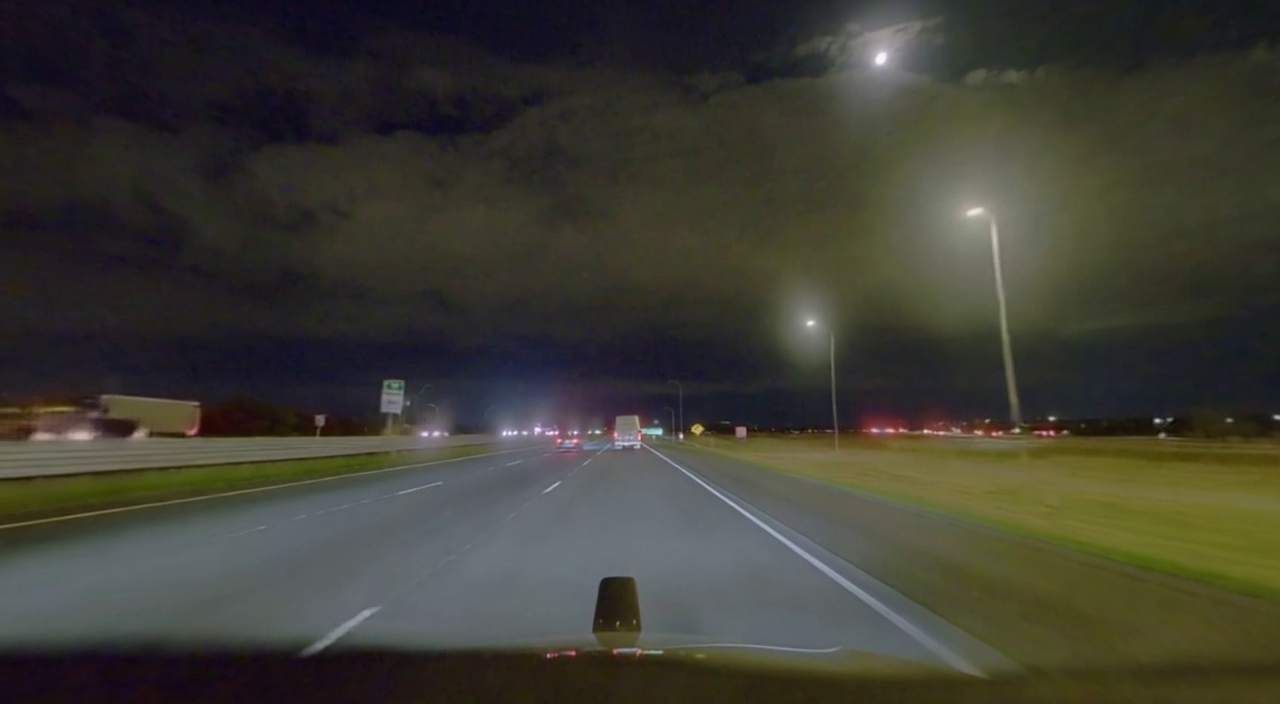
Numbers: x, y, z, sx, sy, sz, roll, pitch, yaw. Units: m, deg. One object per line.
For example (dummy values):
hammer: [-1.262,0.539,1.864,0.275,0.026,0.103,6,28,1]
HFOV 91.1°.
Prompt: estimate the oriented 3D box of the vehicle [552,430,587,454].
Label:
vehicle: [-4.694,6.041,42.224,1.932,1.544,3.864,0,-8,-1]

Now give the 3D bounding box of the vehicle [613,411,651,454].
vehicle: [-0.634,5.524,43.190,2.418,2.704,6.445,0,-8,-2]

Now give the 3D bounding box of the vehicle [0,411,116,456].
vehicle: [-23.970,3.283,25.341,1.993,1.658,4.276,0,-8,-1]
